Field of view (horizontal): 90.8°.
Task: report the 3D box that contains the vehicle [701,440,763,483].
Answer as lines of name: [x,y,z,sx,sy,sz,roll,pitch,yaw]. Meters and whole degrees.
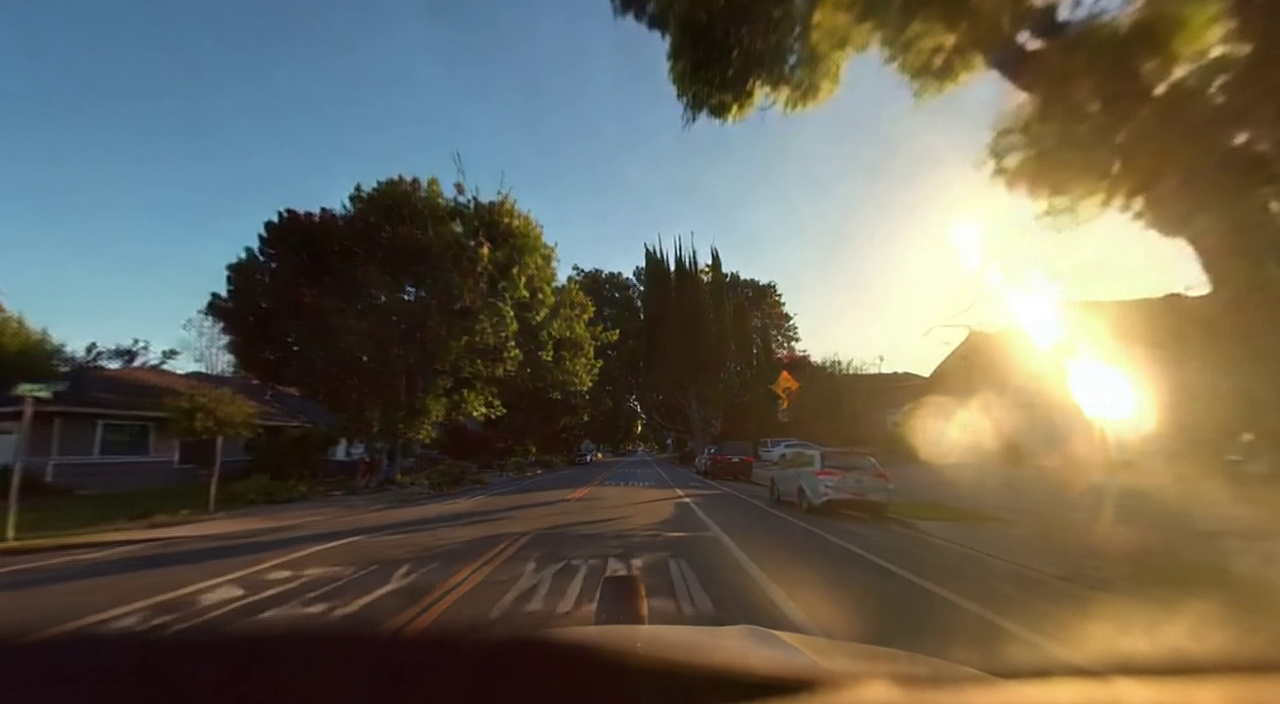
vehicle: [4.061,4.942,28.757,2.032,1.792,4.849,0,-9,0]

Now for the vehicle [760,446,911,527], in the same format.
vehicle: [4.022,2.814,13.810,1.940,1.470,4.101,0,-9,-1]

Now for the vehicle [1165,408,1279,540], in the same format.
vehicle: [10.808,1.615,9.367,4.220,1.714,2.070,-5,-8,-7]
